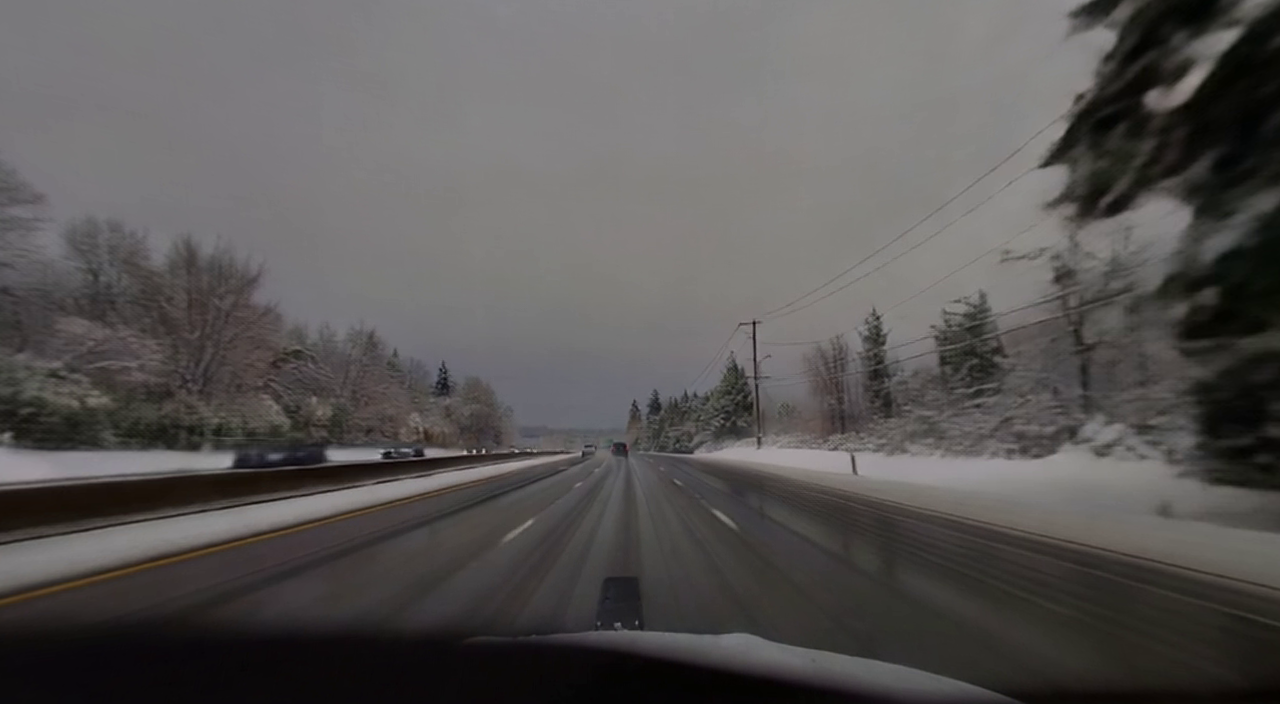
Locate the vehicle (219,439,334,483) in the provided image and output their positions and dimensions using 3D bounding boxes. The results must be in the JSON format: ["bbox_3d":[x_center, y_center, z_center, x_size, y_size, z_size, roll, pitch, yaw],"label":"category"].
[{"bbox_3d":[-14.263,4.301,25.150,1.961,1.565,4.514,0,-9,-1],"label":"vehicle"}]
